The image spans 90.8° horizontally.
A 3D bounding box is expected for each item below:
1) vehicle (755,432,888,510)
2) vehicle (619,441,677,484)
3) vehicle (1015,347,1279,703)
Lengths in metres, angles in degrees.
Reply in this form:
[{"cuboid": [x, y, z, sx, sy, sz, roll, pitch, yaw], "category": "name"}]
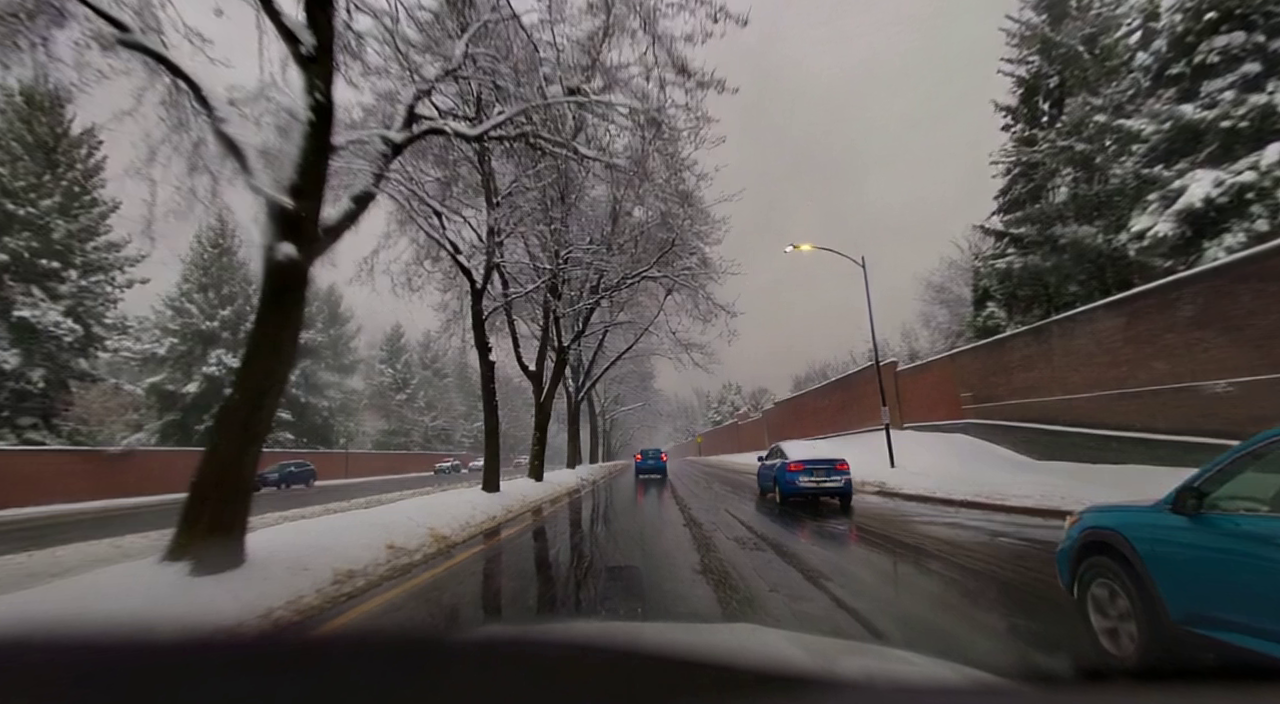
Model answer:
[{"cuboid": [4.589, 3.078, 16.822, 2.155, 1.752, 4.456, 0, -8, -1], "category": "vehicle"}, {"cuboid": [0.374, 4.941, 28.551, 2.391, 1.739, 3.837, -1, -8, 1], "category": "vehicle"}, {"cuboid": [4.060, 0.760, 2.165, 2.470, 1.751, 5.015, -1, -8, 1], "category": "vehicle"}]
